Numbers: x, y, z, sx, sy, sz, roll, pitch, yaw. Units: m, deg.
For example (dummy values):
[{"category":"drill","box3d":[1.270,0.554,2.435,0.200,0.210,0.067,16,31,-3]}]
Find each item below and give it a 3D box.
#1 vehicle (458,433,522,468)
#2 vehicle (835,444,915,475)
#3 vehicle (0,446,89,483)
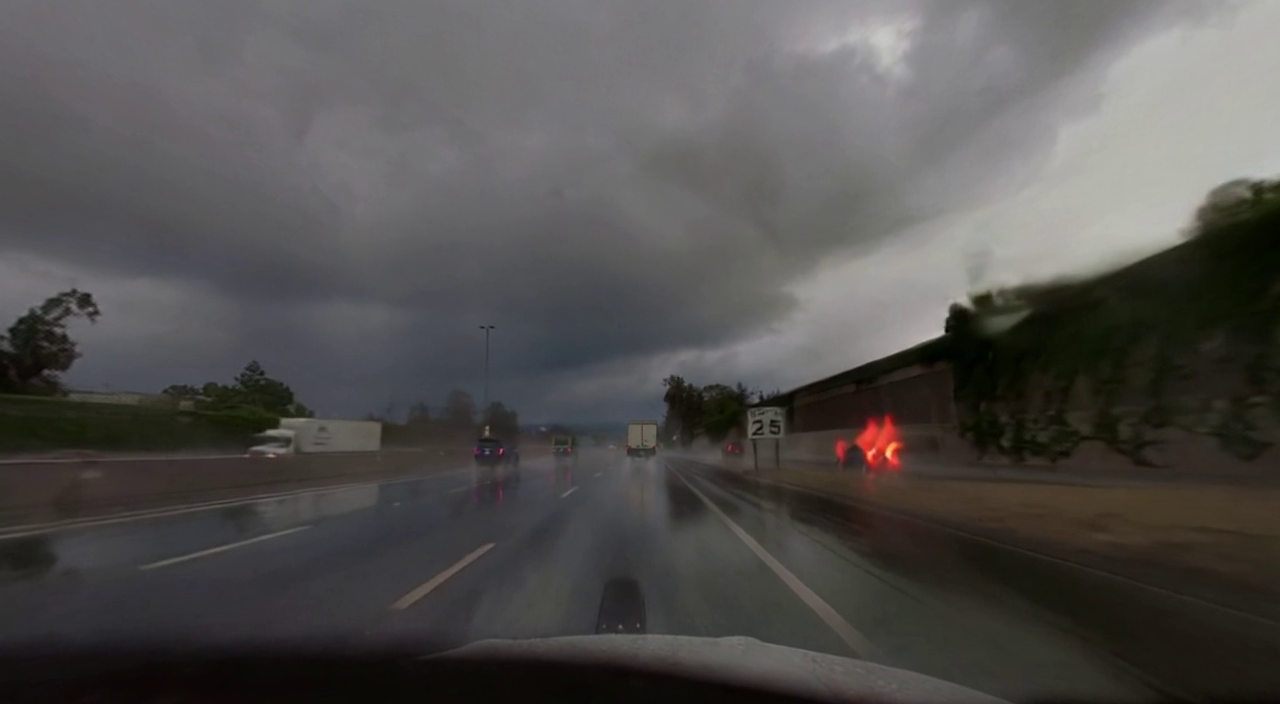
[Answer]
[{"category":"vehicle","box3d":[-9.927,6.603,42.336,2.571,2.169,6.443,0,-9,1]},{"category":"vehicle","box3d":[12.571,5.788,34.047,2.075,1.510,4.569,1,-9,-8]},{"category":"vehicle","box3d":[-32.677,5.973,33.727,1.948,1.792,4.704,0,-9,1]}]
